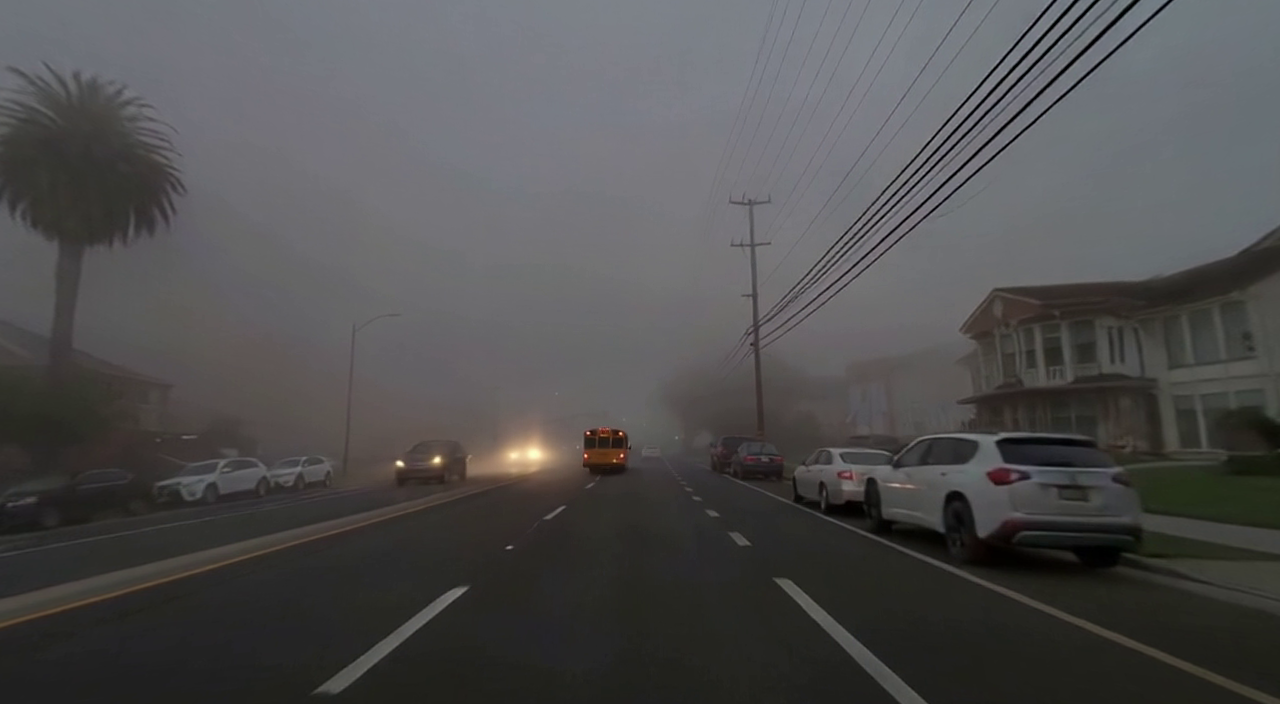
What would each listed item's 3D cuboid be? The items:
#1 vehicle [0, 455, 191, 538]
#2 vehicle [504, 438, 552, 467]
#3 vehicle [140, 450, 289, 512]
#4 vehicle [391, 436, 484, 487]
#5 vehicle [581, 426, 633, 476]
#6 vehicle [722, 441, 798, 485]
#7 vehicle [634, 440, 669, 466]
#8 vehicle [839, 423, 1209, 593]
[{"bbox_3d":[-13.671,3.438,15.538,1.979,1.509,4.763,-3,-7,-4],"label":"vehicle"},{"bbox_3d":[-8.498,7.657,48.404,2.653,1.964,5.699,-3,-8,0],"label":"vehicle"},{"bbox_3d":[-14.193,4.283,21.443,2.041,1.643,4.665,-6,-9,-3],"label":"vehicle"},{"bbox_3d":[-7.887,4.289,25.133,2.096,1.798,4.831,0,-8,0],"label":"vehicle"},{"bbox_3d":[-1.476,4.455,28.593,2.168,2.040,4.527,0,-8,-2],"label":"vehicle"},{"bbox_3d":[4.342,4.077,23.636,1.838,1.458,4.750,0,-8,-1],"label":"vehicle"},{"bbox_3d":[0.738,6.302,39.407,2.063,1.495,3.849,0,-8,2],"label":"vehicle"},{"bbox_3d":[4.202,1.741,7.952,1.946,1.530,4.240,0,-8,-1],"label":"vehicle"}]
